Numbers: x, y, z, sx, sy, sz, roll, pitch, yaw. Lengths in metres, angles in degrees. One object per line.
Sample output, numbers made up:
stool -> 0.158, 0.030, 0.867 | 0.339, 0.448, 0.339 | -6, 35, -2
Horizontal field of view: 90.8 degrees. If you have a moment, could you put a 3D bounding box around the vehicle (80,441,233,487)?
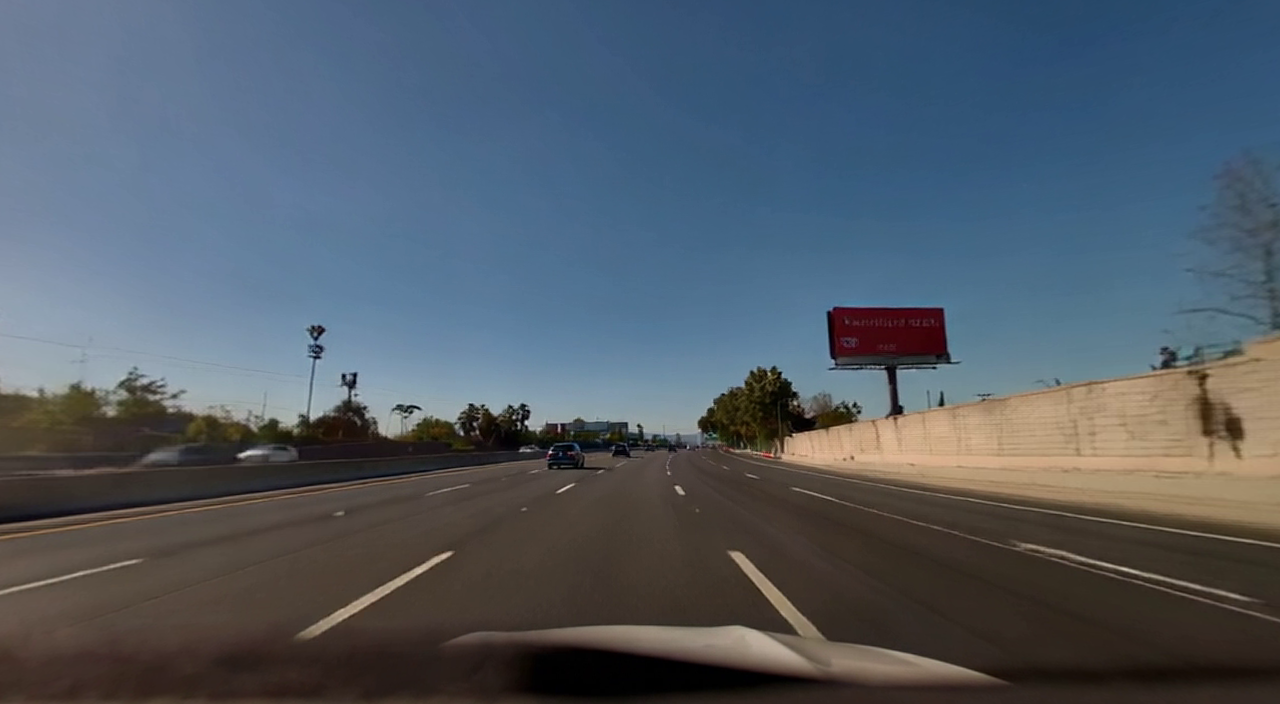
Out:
vehicle -> -18.412, 4.260, 24.421 | 2.074, 1.600, 4.758 | 0, -8, 1

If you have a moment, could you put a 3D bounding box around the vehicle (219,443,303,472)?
vehicle -> -22.388, 6.233, 37.530 | 2.139, 1.566, 4.463 | 0, -9, 2

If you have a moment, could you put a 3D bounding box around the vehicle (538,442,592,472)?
vehicle -> -3.814, 5.477, 33.105 | 2.078, 1.457, 4.648 | 0, -8, 3
